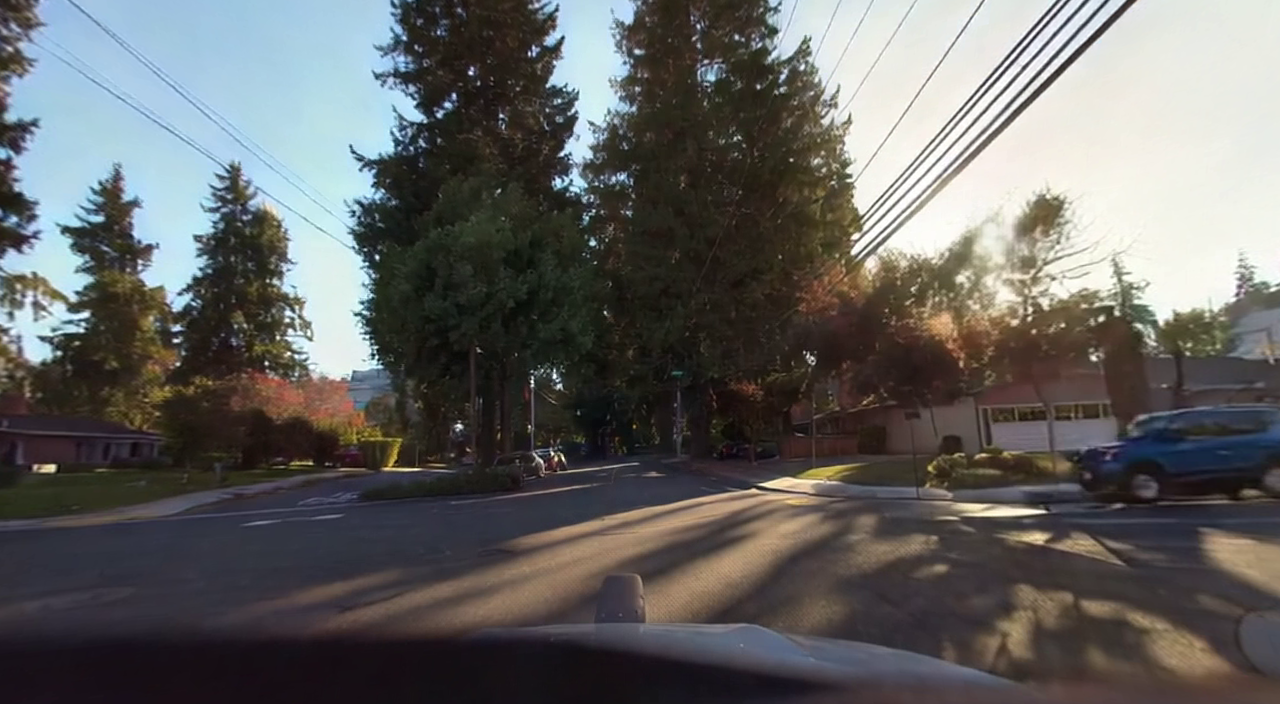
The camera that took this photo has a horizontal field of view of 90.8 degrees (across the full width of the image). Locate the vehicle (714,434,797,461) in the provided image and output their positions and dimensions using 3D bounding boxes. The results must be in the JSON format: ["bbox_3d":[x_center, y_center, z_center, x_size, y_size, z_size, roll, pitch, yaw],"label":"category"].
[{"bbox_3d":[7.266,6.062,40.053,4.784,1.647,1.947,0,-8,-5],"label":"vehicle"}]

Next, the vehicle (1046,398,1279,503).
[{"bbox_3d":[11.121,1.906,12.385,4.809,1.834,2.181,0,-8,-2],"label":"vehicle"}]
